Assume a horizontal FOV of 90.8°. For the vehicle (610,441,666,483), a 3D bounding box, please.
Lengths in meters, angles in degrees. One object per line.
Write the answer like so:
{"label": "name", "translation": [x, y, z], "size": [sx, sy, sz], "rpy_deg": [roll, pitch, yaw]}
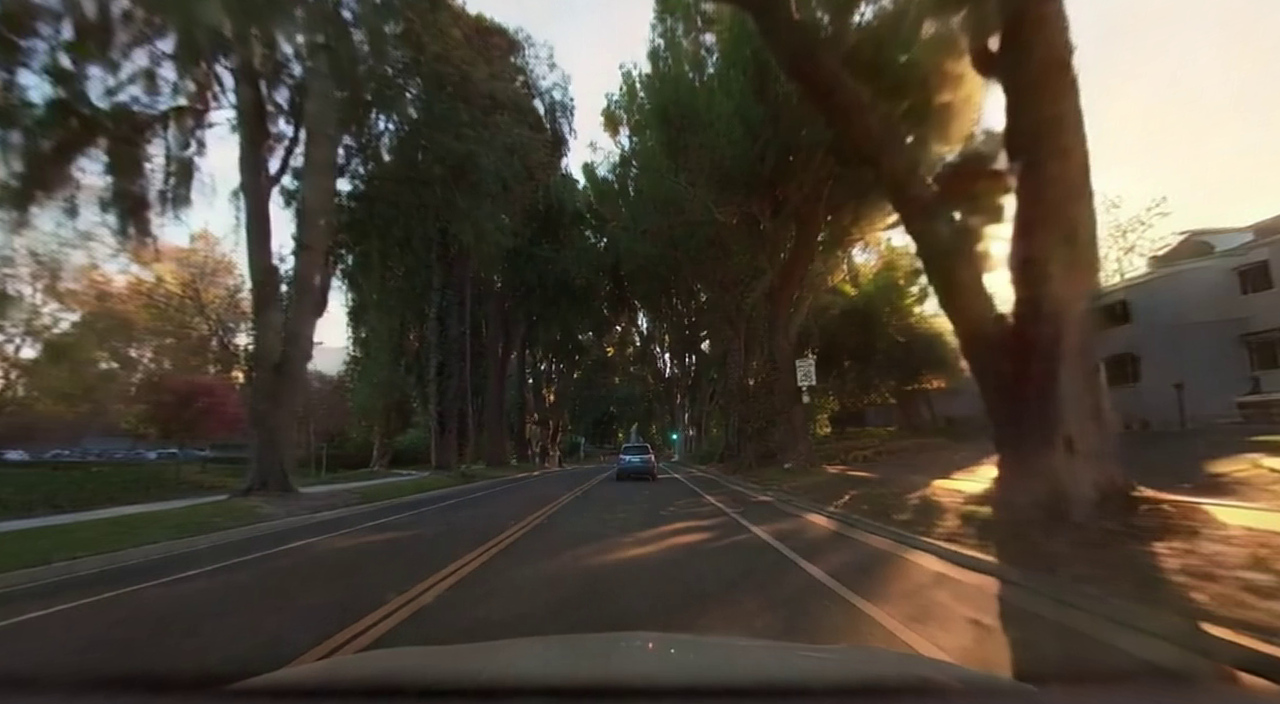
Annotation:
{"label": "vehicle", "translation": [-0.053, 4.551, 26.546], "size": [2.152, 1.574, 4.223], "rpy_deg": [-1, -8, 1]}
